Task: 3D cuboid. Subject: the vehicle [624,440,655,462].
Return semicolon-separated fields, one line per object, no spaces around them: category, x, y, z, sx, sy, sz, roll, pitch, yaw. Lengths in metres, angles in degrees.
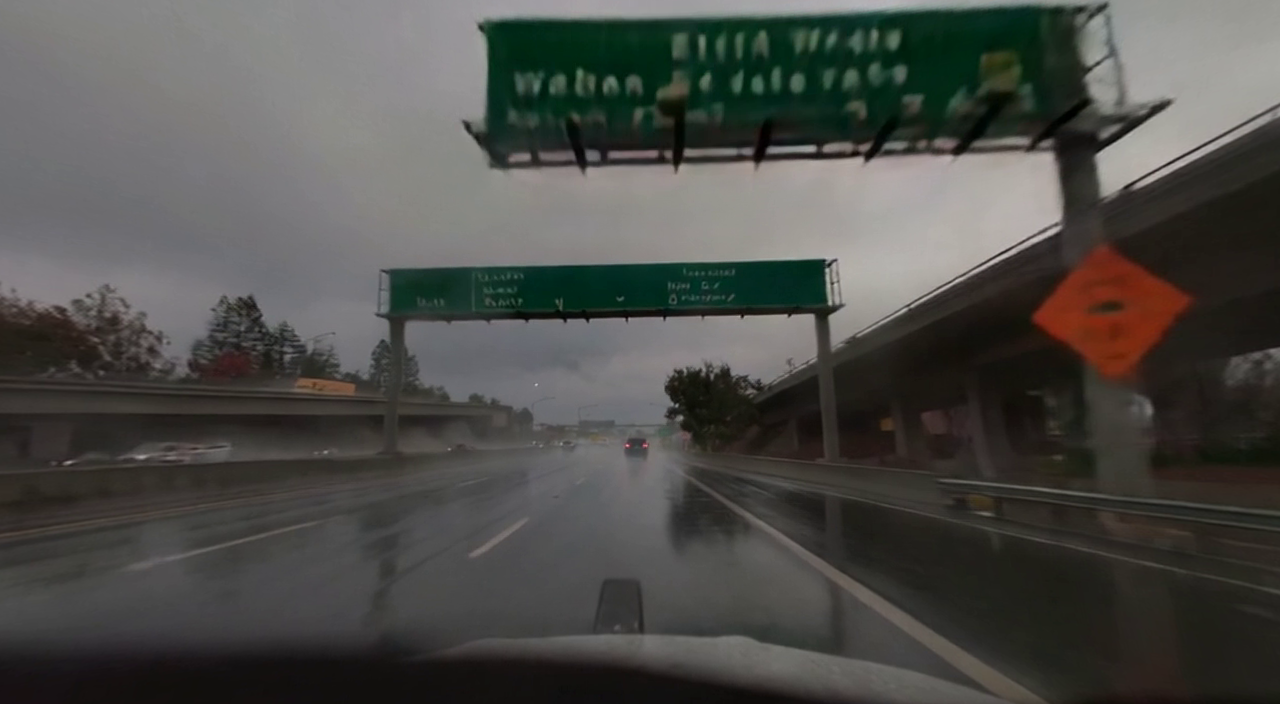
vehicle;-0.079;7.016;45.062;2.086;1.472;4.168;0;-8;-1
